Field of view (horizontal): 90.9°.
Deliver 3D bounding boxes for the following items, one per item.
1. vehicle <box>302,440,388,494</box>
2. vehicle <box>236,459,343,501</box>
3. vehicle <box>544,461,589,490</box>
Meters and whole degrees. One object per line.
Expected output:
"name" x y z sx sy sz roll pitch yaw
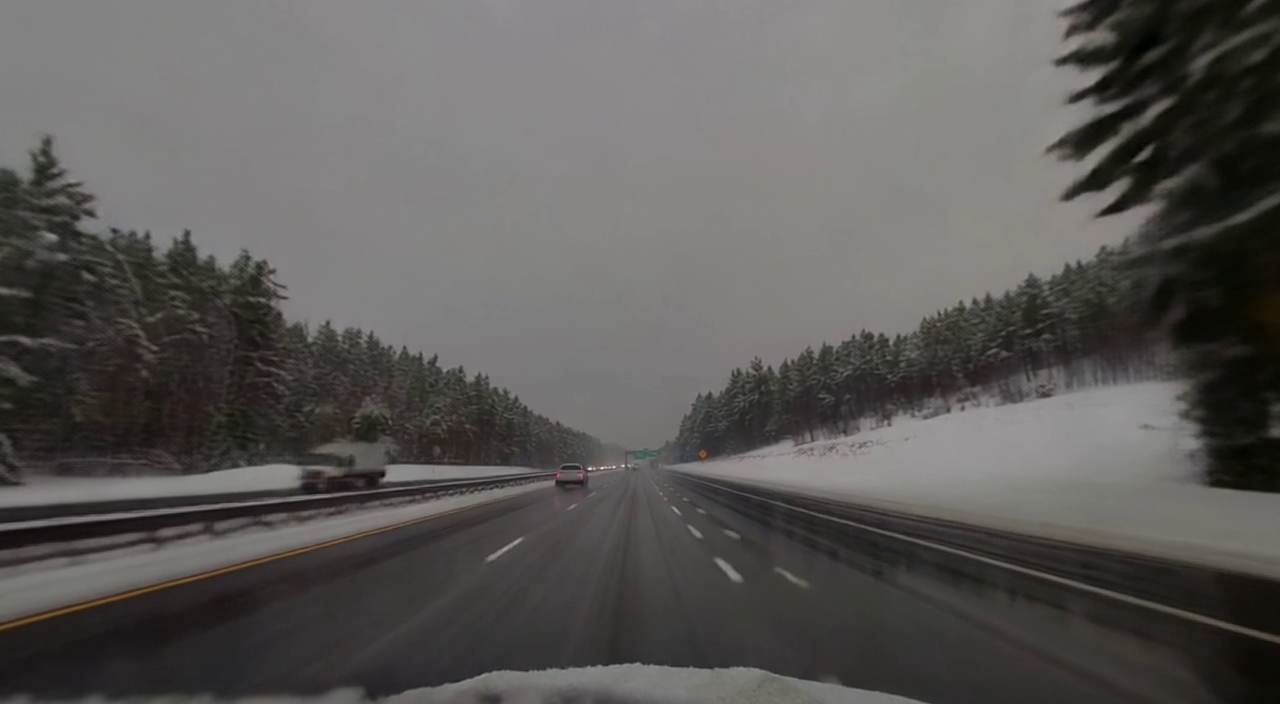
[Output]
"vehicle" -16.713 6.579 36.100 2.420 2.857 4.628 0 -10 2
"vehicle" -16.720 6.124 30.419 2.344 1.775 4.790 1 -10 0
"vehicle" -4.330 7.390 37.869 2.180 1.618 4.219 1 -10 0
